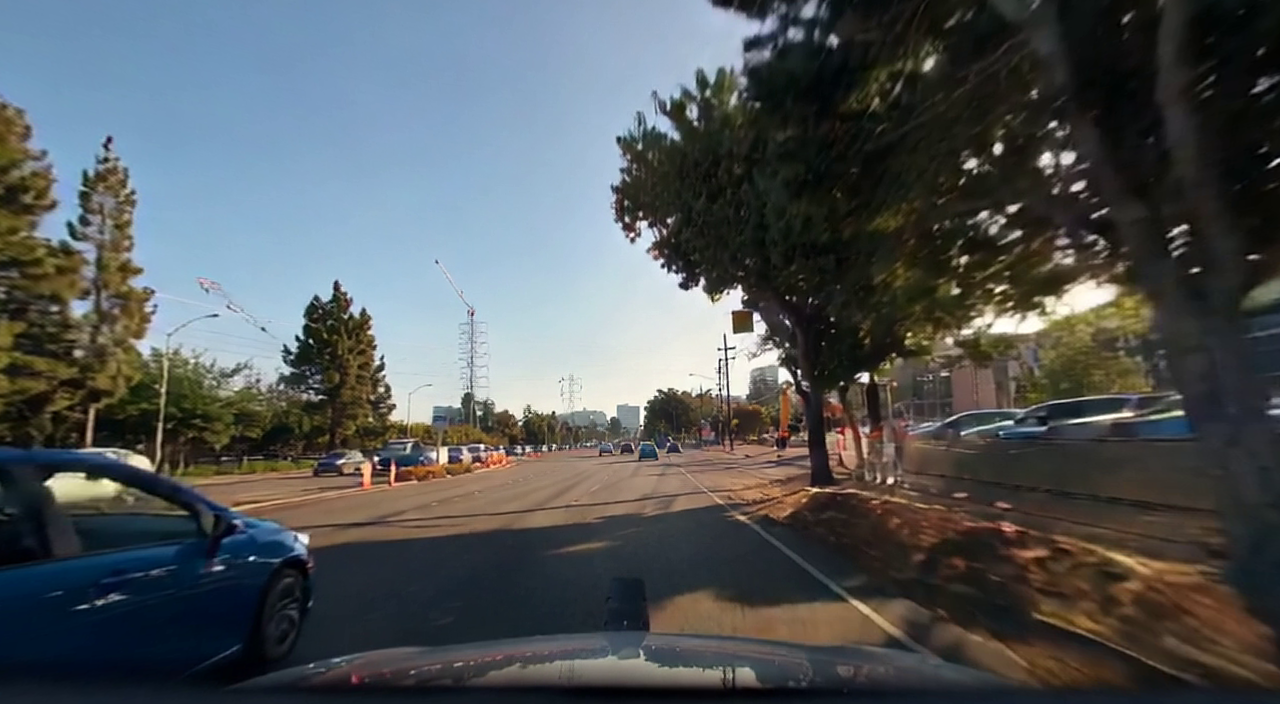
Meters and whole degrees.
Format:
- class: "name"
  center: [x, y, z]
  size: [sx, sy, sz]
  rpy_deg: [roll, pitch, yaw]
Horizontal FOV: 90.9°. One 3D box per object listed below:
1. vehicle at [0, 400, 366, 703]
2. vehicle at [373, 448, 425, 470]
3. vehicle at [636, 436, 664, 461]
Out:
- class: "vehicle"
  center: [-3.098, 0.924, 2.174]
  size: [2.087, 1.480, 4.825]
  rpy_deg: [0, -8, 1]
- class: "vehicle"
  center: [-17.709, 7.889, 46.577]
  size: [1.979, 1.494, 4.706]
  rpy_deg: [0, -8, 0]
- class: "vehicle"
  center: [0.781, 7.415, 48.668]
  size: [2.060, 1.845, 4.151]
  rpy_deg: [0, -8, 0]
